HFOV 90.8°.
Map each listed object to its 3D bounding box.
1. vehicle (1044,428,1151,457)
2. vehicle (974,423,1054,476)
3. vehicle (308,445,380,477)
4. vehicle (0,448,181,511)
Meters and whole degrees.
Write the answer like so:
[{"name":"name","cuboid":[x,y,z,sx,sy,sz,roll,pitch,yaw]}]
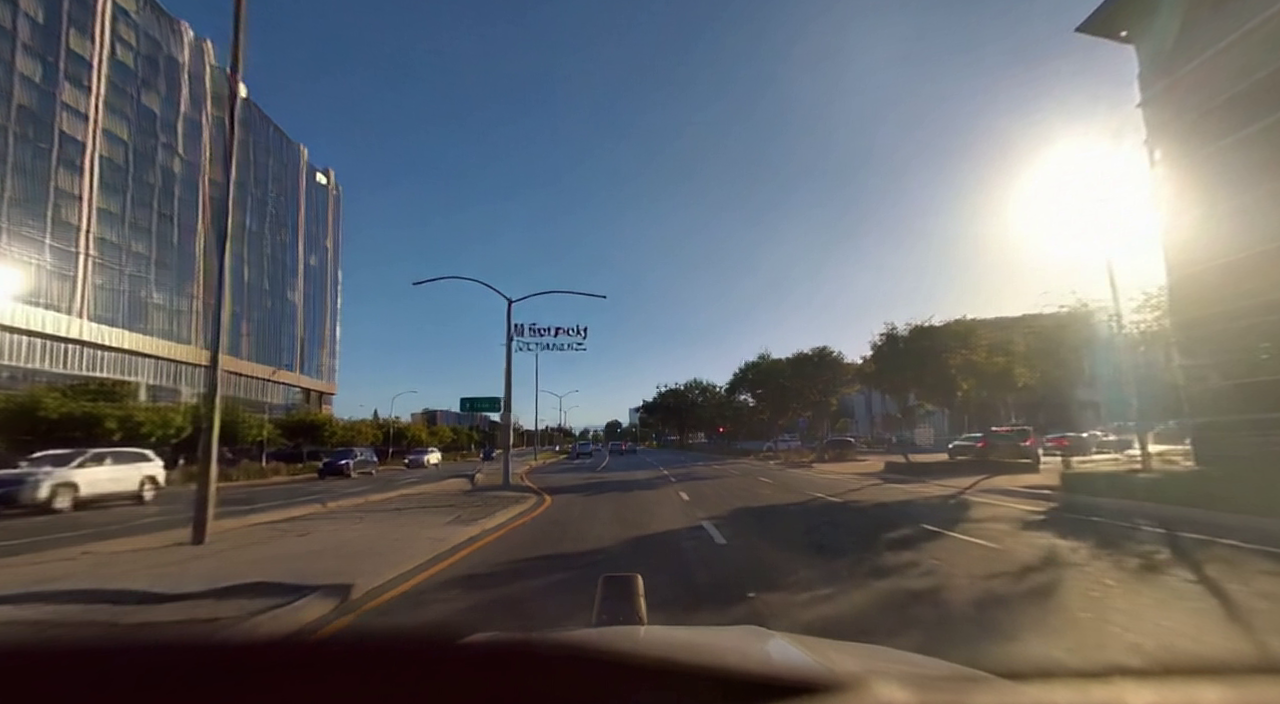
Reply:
[{"name":"vehicle","cuboid":[31.563,6.232,43.696,5.509,1.904,2.614,1,-8,-6]},{"name":"vehicle","cuboid":[17.128,4.427,29.071,1.686,2.284,3.164,0,-7,1]},{"name":"vehicle","cuboid":[-18.267,6.706,39.256,2.041,1.826,4.878,-1,-8,0]},{"name":"vehicle","cuboid":[-18.613,4.114,20.966,2.575,1.738,5.473,-2,-8,1]}]
